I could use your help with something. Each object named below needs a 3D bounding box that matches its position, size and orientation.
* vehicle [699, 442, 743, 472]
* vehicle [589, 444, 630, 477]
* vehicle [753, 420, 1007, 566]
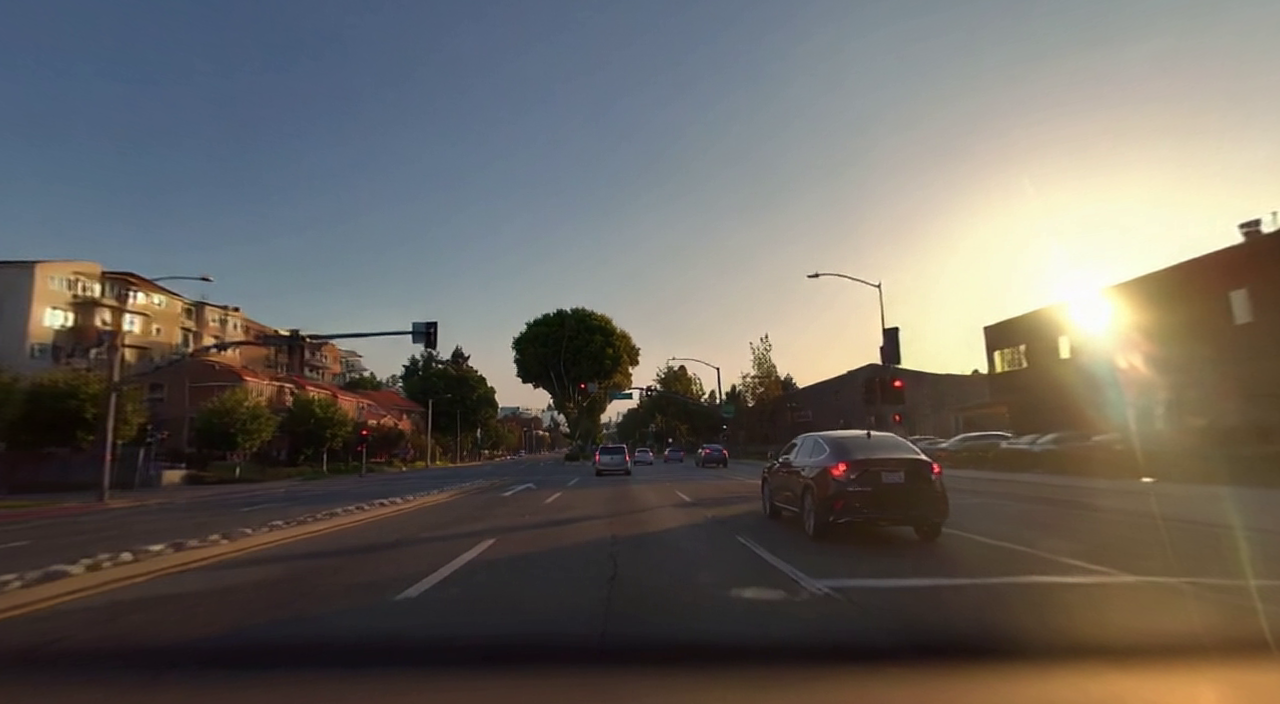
[{"bbox_3d":[5.458,7.189,43.286,2.052,1.886,5.297,0,-9,-4],"label":"vehicle"},{"bbox_3d":[-1.623,5.875,34.357,2.101,1.641,4.341,0,-9,-2],"label":"vehicle"},{"bbox_3d":[3.215,2.002,9.722,1.893,1.664,4.670,0,-9,-2],"label":"vehicle"}]
